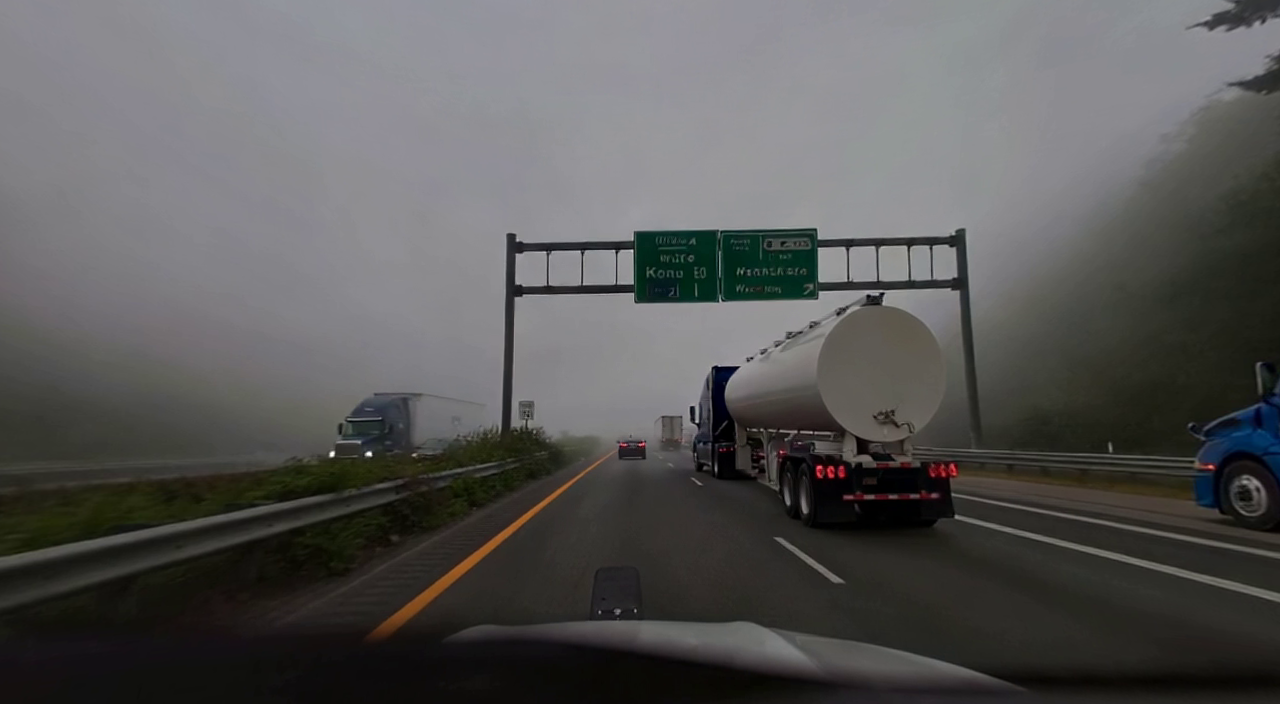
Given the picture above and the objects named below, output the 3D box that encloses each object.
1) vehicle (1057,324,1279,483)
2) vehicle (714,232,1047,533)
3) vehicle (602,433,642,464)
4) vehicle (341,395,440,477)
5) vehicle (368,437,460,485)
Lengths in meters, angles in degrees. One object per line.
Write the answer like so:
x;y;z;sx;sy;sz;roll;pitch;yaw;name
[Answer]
17.223;1.602;18.263;2.722;4.038;8.781;2;-8;-14;vehicle
3.601;0.965;12.771;2.826;3.905;9.262;0;-8;-2;vehicle
-0.909;5.029;32.942;2.000;1.510;3.518;0;-8;-1;vehicle
-13.273;4.550;34.185;3.003;4.019;5.876;0;-8;-1;vehicle
-8.831;4.255;25.094;1.991;1.712;4.495;0;-8;-1;vehicle
